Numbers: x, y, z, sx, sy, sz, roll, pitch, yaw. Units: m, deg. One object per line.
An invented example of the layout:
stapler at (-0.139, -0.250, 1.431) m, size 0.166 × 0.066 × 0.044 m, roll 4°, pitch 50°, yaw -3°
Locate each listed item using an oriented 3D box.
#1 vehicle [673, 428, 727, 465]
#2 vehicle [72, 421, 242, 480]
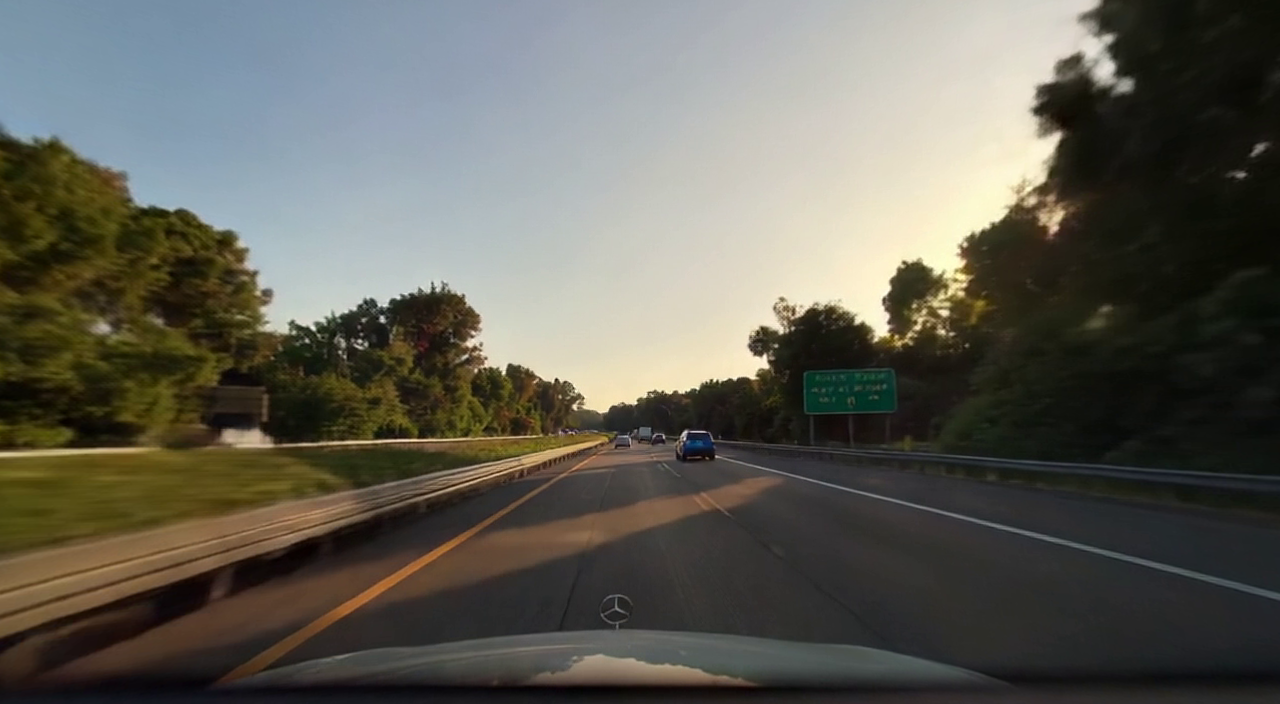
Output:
vehicle at (2.878, 4.674, 31.424) m, size 2.085 × 1.681 × 4.436 m, roll 0°, pitch -7°, yaw -2°
vehicle at (-14.044, 2.870, 18.674) m, size 1.989 × 1.531 × 3.818 m, roll 0°, pitch -7°, yaw -1°
